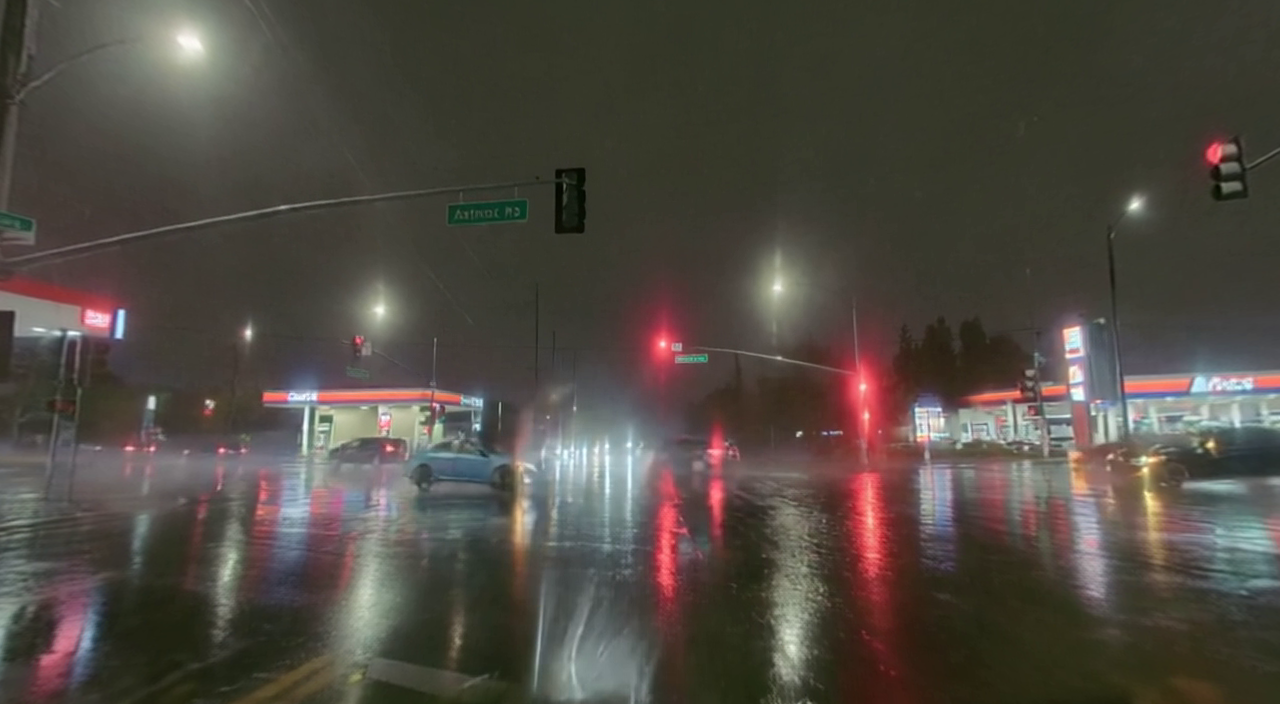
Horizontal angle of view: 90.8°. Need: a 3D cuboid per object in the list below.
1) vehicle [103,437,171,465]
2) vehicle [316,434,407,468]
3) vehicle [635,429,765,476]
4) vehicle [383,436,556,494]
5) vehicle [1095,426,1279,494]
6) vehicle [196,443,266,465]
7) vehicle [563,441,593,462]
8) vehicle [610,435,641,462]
[{"bbox_3d":[-34.163,6.715,42.915,4.311,1.742,1.864,-5,-9,27],"label":"vehicle"},{"bbox_3d":[-14.716,5.226,33.326,4.562,1.676,1.819,-5,-9,27],"label":"vehicle"},{"bbox_3d":[2.282,3.854,24.380,4.568,1.643,1.911,-4,-9,26],"label":"vehicle"},{"bbox_3d":[-4.851,3.138,17.877,4.670,1.458,1.959,-5,-10,30],"label":"vehicle"},{"bbox_3d":[14.211,2.601,15.365,4.681,1.495,2.096,-4,-9,25],"label":"vehicle"},{"bbox_3d":[-28.520,7.086,44.030,4.801,1.466,1.830,-5,-9,27],"label":"vehicle"},{"bbox_3d":[-4.604,7.458,47.572,2.003,1.481,4.091,0,-8,-2],"label":"vehicle"},{"bbox_3d":[-1.114,6.927,45.454,2.083,1.764,5.011,0,-8,-3],"label":"vehicle"}]
